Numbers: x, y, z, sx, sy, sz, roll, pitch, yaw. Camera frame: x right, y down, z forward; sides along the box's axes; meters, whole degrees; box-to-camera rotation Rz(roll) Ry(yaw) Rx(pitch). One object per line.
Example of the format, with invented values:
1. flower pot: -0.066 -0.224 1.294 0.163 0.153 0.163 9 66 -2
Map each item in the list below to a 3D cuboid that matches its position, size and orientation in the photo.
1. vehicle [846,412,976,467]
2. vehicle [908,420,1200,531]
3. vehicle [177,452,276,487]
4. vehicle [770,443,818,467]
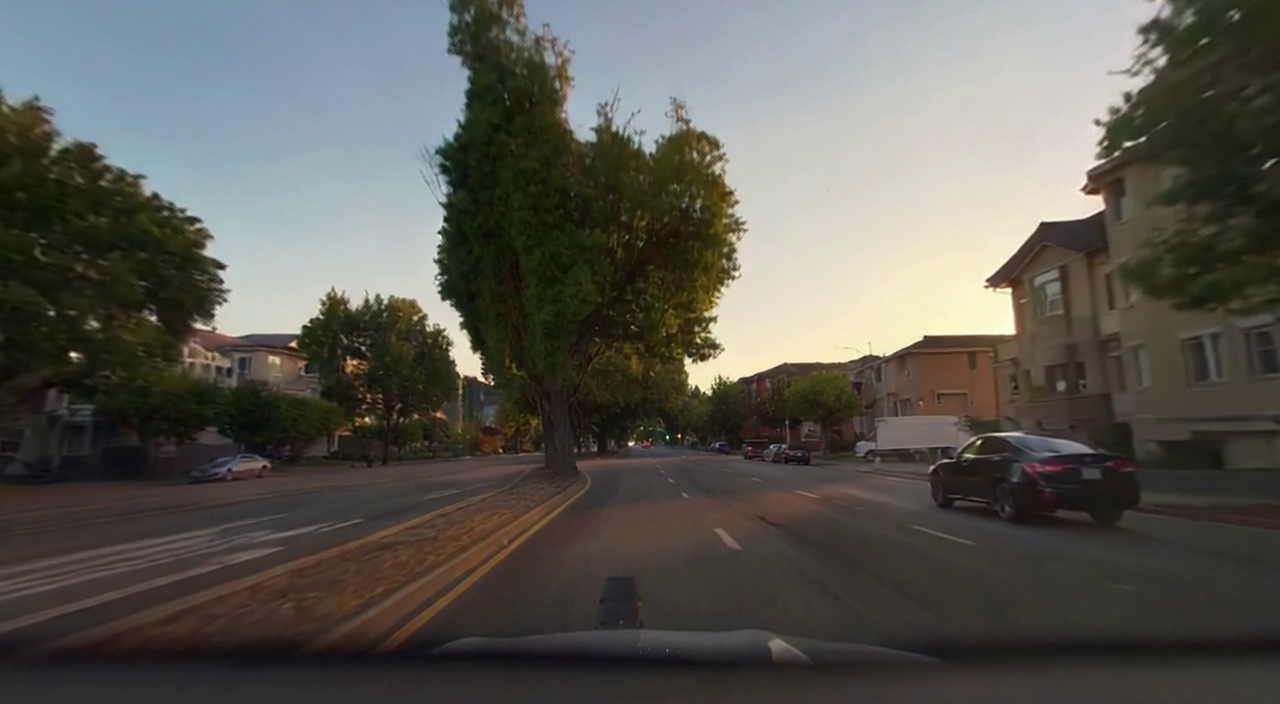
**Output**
1. vehicle: 17.154 5.597 40.324 6.927 3.298 2.751 0 -8 0
2. vehicle: 7.214 2.199 11.851 2.053 1.628 4.717 1 -8 -4
3. vehicle: -20.605 5.827 31.724 1.945 1.469 4.539 -1 -8 -1
4. vehicle: 10.353 6.942 42.765 1.931 1.565 4.043 1 -8 -4
